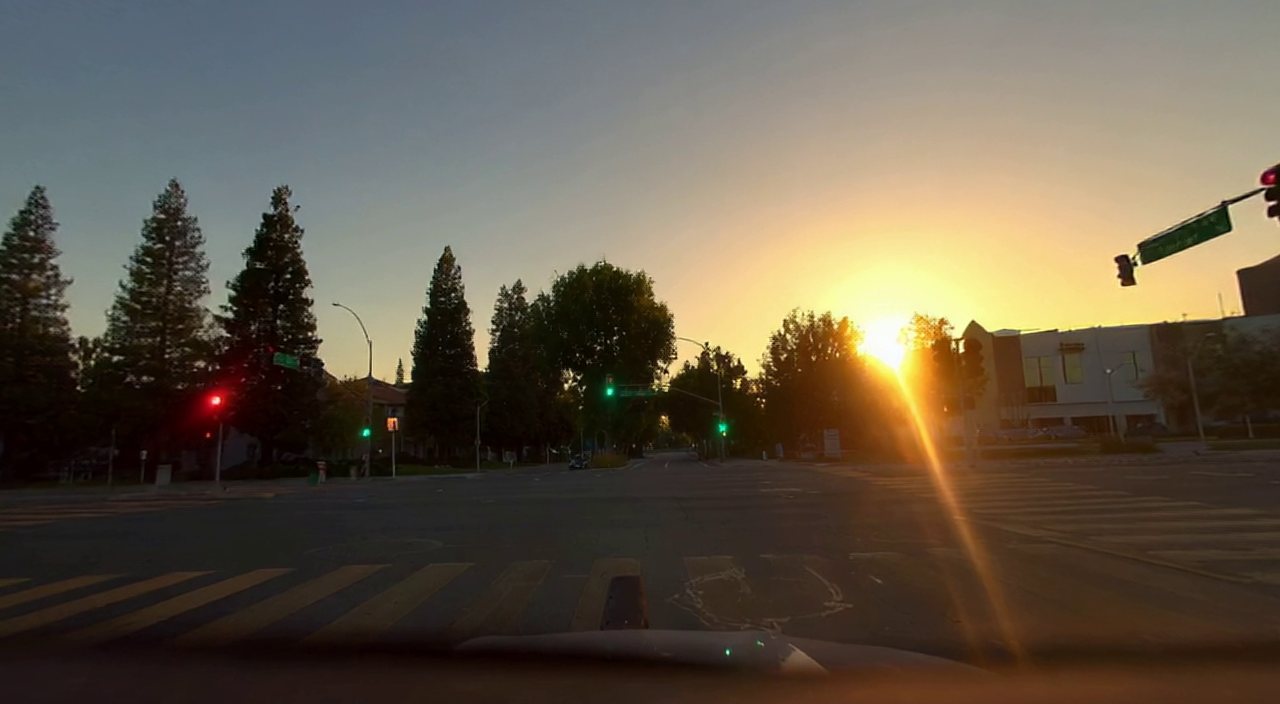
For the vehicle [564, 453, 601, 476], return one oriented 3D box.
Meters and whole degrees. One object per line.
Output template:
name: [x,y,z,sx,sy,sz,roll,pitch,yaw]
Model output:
vehicle: [-4.479,8.843,49.821,2.030,1.704,4.205,-1,-8,7]
